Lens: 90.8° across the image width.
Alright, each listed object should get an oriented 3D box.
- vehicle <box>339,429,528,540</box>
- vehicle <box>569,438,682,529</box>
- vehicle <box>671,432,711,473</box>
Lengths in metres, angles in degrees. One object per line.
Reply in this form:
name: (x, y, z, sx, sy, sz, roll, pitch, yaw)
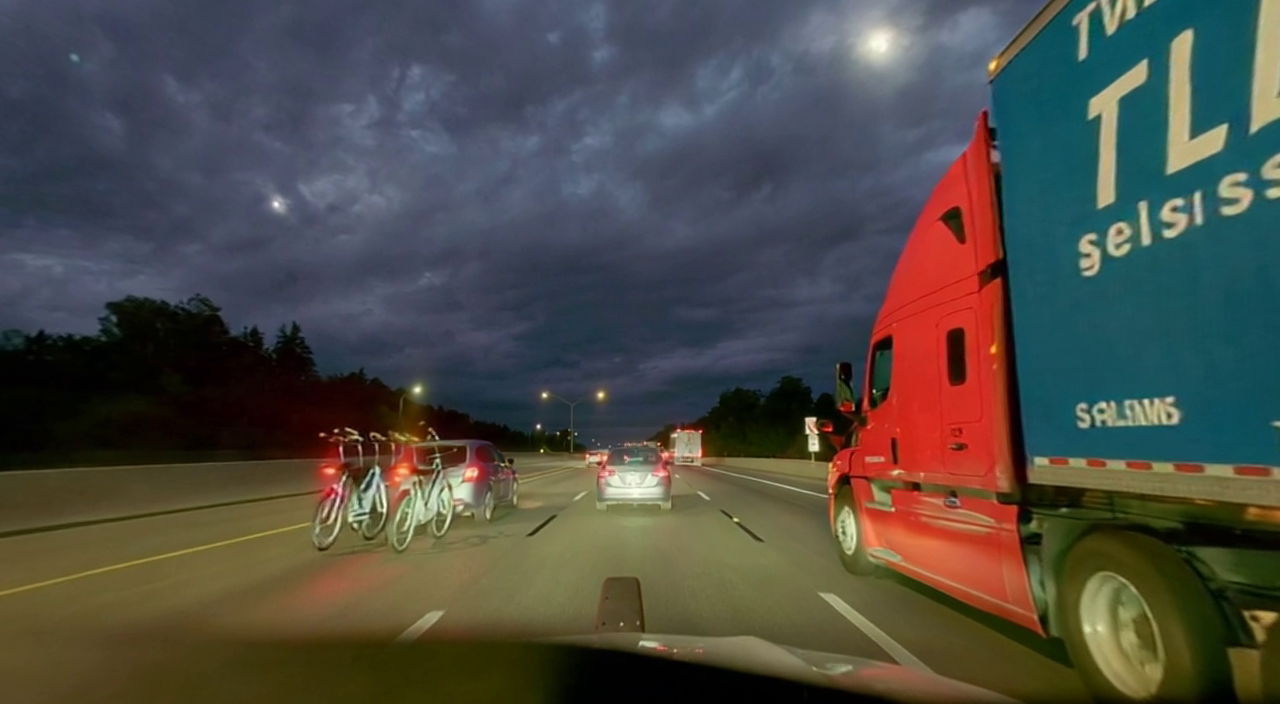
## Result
vehicle: (-3.550, 2.371, 11.933, 1.985, 1.671, 4.604, 0, -9, 0)
vehicle: (-0.263, 2.576, 12.850, 1.973, 1.574, 3.426, 0, -9, 0)
vehicle: (3.463, 6.968, 43.779, 2.234, 2.679, 5.372, 0, -9, -1)
